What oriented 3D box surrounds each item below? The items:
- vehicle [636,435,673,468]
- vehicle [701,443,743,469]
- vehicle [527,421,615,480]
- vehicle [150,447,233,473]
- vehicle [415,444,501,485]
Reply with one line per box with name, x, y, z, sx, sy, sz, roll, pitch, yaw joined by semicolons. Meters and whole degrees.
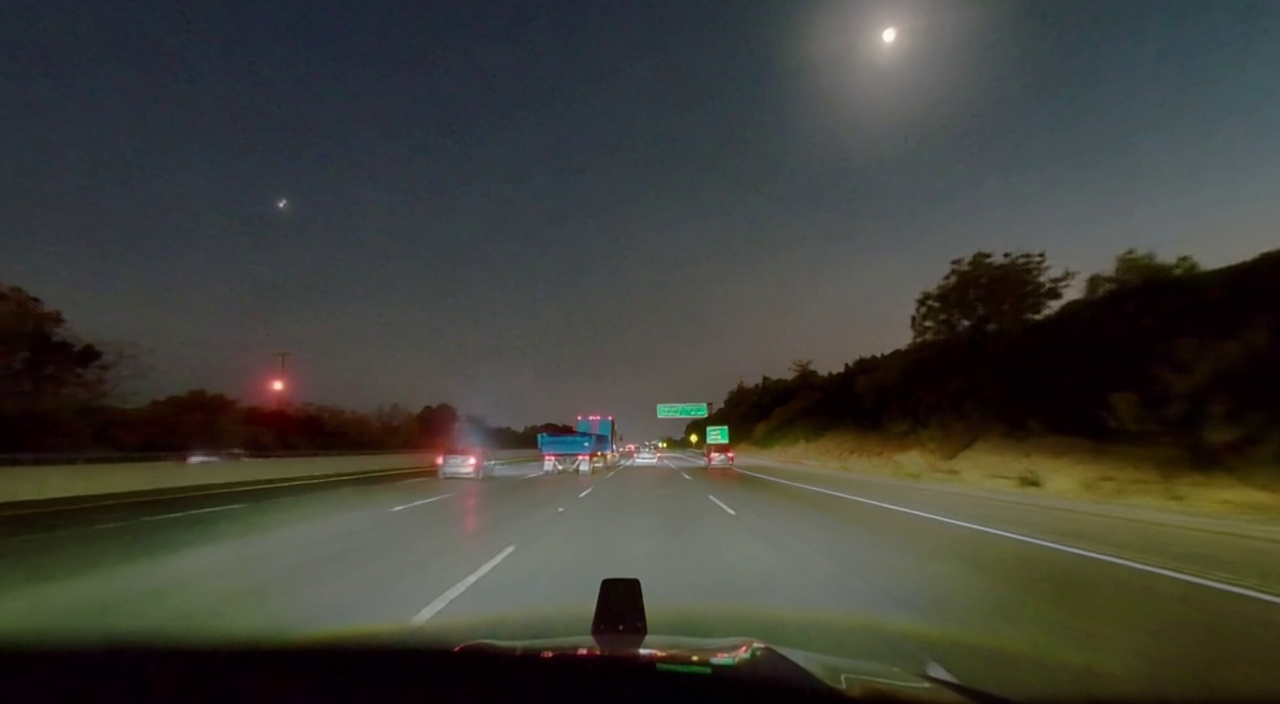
vehicle;0.949;6.537;41.596;2.309;2.023;5.130;0;-8;1
vehicle;4.976;6.411;38.977;1.993;1.474;4.230;0;-8;0
vehicle;-3.194;5.286;34.309;2.854;2.379;16.653;0;-8;0
vehicle;-27.951;6.733;39.498;1.796;1.460;4.461;-1;-8;2
vehicle;-7.160;4.446;25.329;1.965;1.437;4.592;-1;-8;2
